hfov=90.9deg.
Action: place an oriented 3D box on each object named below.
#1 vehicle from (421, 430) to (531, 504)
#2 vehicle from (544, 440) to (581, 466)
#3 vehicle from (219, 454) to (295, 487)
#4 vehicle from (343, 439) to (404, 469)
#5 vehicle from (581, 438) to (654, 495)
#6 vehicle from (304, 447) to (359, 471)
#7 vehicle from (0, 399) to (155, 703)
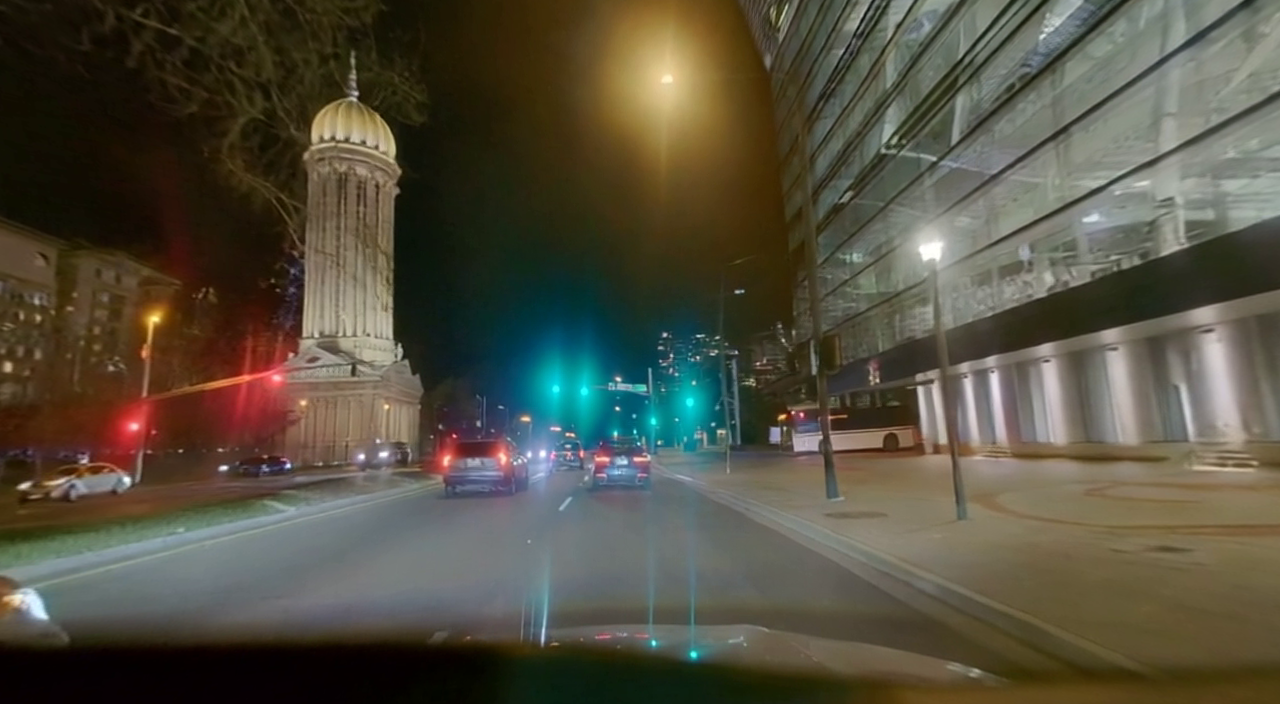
[{"bbox_3d":[-4.001,2.858,16.053,1.848,1.641,3.686,0,-9,-1],"label":"vehicle"},{"bbox_3d":[-4.768,6.225,39.119,1.961,1.517,4.202,1,-9,-3],"label":"vehicle"},{"bbox_3d":[-22.942,7.054,38.011,1.881,1.792,4.640,1,-9,-4],"label":"vehicle"},{"bbox_3d":[-19.941,7.668,47.601,2.271,2.076,6.147,1,-9,-4],"label":"vehicle"},{"bbox_3d":[-0.652,3.362,18.780,1.933,1.504,3.802,0,-9,-2],"label":"vehicle"},{"bbox_3d":[-24.152,8.355,49.614,1.928,1.805,5.236,1,-9,-4],"label":"vehicle"},{"bbox_3d":[-3.414,0.689,0.799,1.970,1.489,4.532,0,-9,0],"label":"vehicle"}]
